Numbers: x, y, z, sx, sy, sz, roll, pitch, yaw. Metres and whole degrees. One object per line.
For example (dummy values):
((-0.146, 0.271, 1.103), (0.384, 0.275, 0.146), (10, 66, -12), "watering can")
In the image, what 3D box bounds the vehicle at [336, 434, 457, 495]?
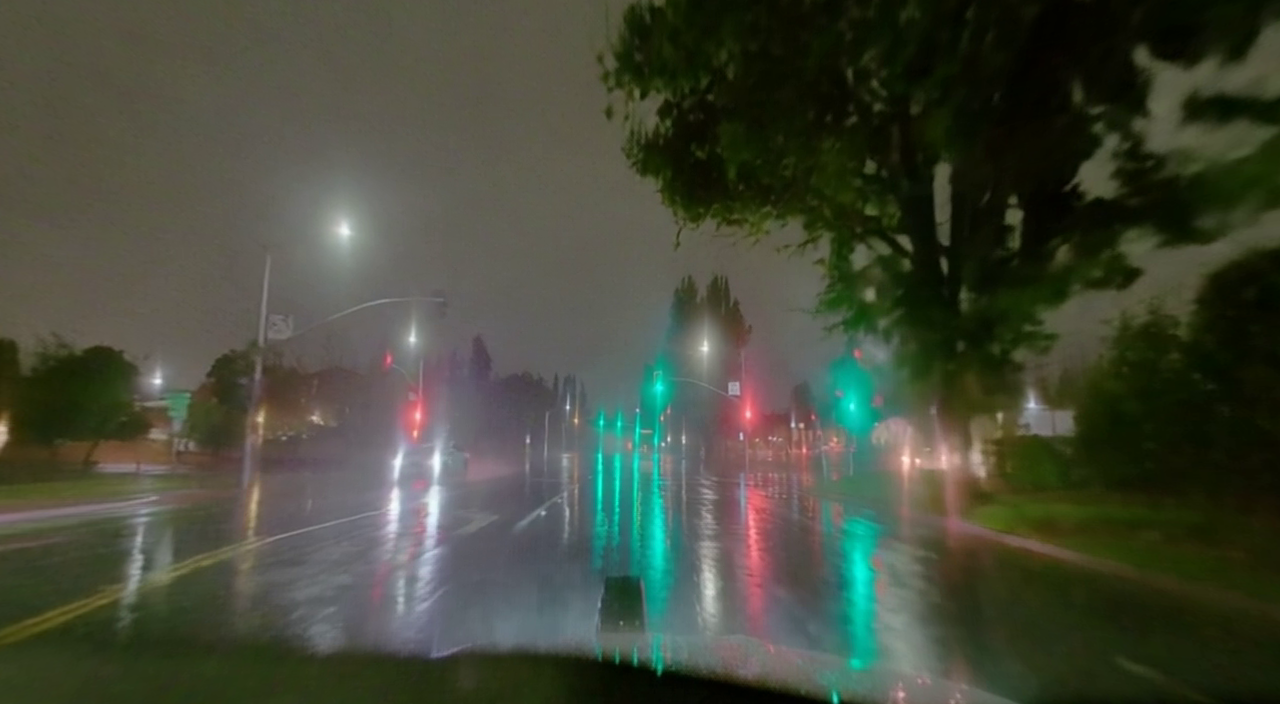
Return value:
((-7.637, 3.554, 20.375), (2.091, 1.727, 4.413), (0, -8, 1), "vehicle")
